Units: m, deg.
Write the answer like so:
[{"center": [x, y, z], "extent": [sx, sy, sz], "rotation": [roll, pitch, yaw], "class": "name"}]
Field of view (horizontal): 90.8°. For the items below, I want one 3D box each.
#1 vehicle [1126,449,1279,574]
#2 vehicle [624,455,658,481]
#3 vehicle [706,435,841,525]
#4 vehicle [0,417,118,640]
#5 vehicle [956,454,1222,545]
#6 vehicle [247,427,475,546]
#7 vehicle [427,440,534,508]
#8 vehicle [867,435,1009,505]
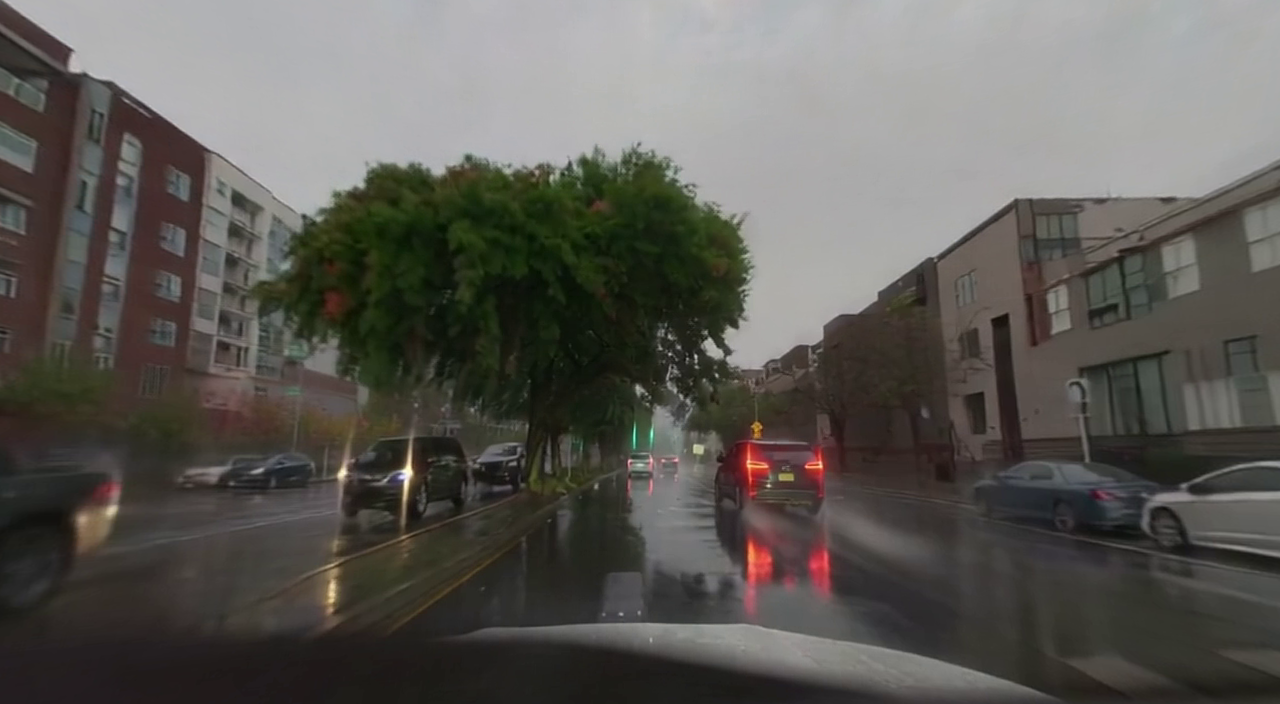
[{"center": [9.060, 2.010, 7.902], "extent": [1.962, 1.542, 4.999], "rotation": [0, -8, 0], "class": "vehicle"}, {"center": [0.002, 7.449, 40.828], "extent": [2.059, 1.492, 4.033], "rotation": [0, -8, -2], "class": "vehicle"}, {"center": [3.044, 3.021, 15.620], "extent": [2.129, 1.844, 4.767], "rotation": [0, -8, -2], "class": "vehicle"}, {"center": [-5.494, 1.031, 2.927], "extent": [2.062, 1.532, 4.830], "rotation": [-2, -9, 0], "class": "vehicle"}, {"center": [8.947, 2.936, 13.328], "extent": [1.953, 1.455, 4.883], "rotation": [0, -8, -1], "class": "vehicle"}, {"center": [-5.006, 2.464, 12.386], "extent": [2.275, 1.816, 4.923], "rotation": [0, -8, -1], "class": "vehicle"}, {"center": [-4.861, 3.760, 20.202], "extent": [2.009, 1.837, 5.590], "rotation": [0, -8, 0], "class": "vehicle"}, {"center": [9.017, 3.597, 19.733], "extent": [1.935, 1.875, 5.051], "rotation": [0, -9, 0], "class": "vehicle"}]
